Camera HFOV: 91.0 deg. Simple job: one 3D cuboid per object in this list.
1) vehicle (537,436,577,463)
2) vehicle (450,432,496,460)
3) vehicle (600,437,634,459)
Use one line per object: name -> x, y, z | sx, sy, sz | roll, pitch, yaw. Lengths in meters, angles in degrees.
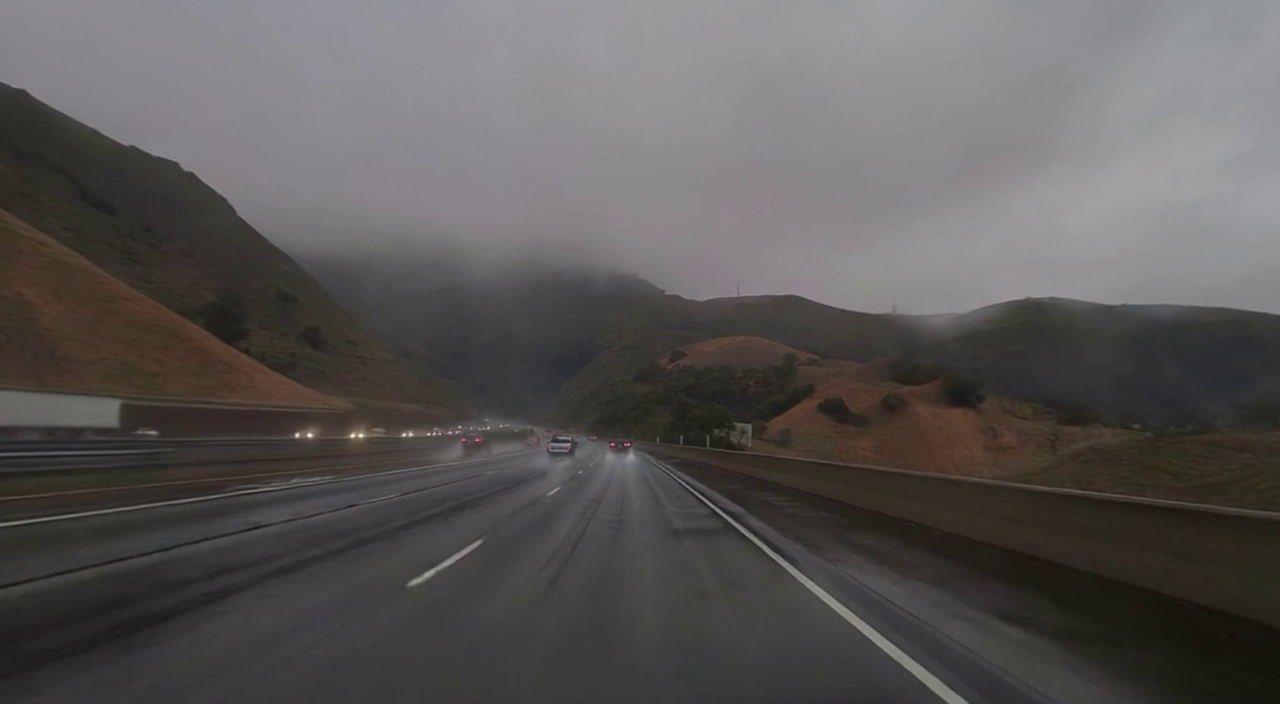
vehicle -> -5.343, 6.330, 41.061 | 2.060, 1.631, 4.214 | 0, -9, -1
vehicle -> -12.435, 7.057, 47.304 | 2.219, 1.923, 4.985 | 0, -9, -1
vehicle -> -1.759, 7.320, 47.939 | 2.421, 1.594, 4.248 | 0, -9, -2
